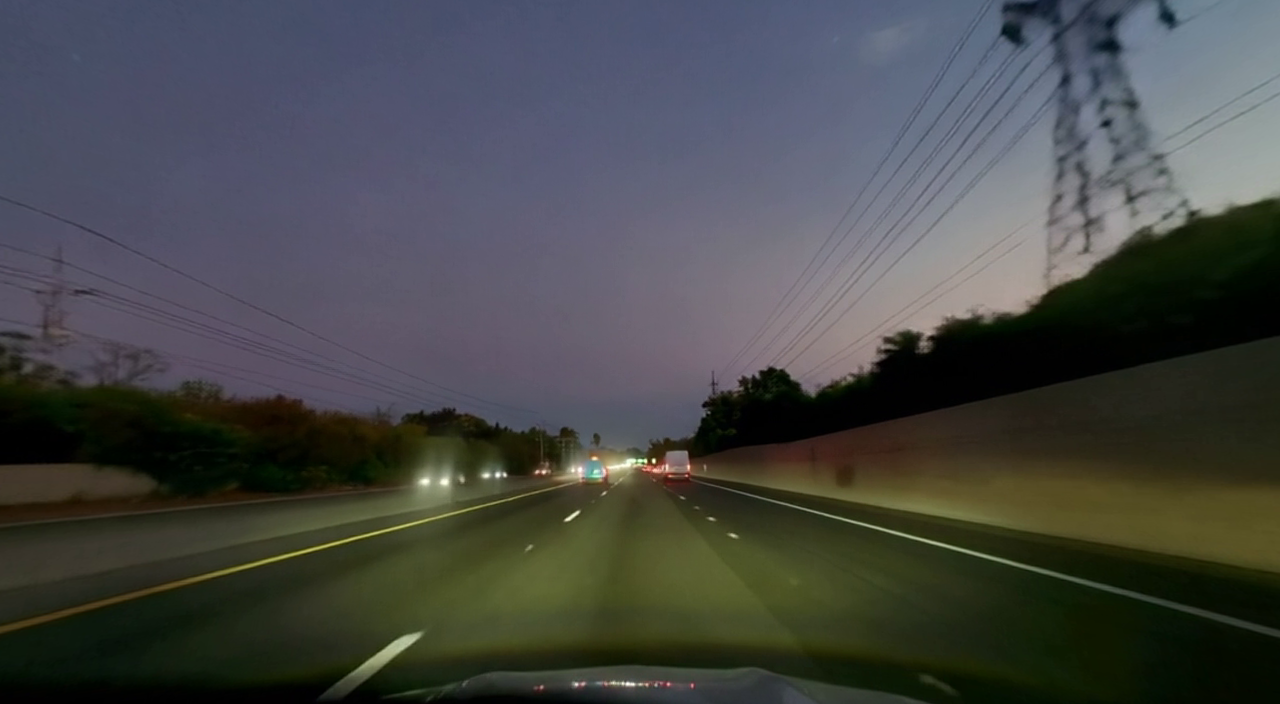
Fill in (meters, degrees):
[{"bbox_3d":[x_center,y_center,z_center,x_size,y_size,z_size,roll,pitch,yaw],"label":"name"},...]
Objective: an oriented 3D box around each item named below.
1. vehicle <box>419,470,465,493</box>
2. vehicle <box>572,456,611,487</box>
[{"bbox_3d":[-13.298,8.694,42.472,1.776,1.420,3.864,1,-11,1],"label":"vehicle"},{"bbox_3d":[-3.297,8.356,44.104,2.324,2.008,4.654,1,-11,0],"label":"vehicle"}]
